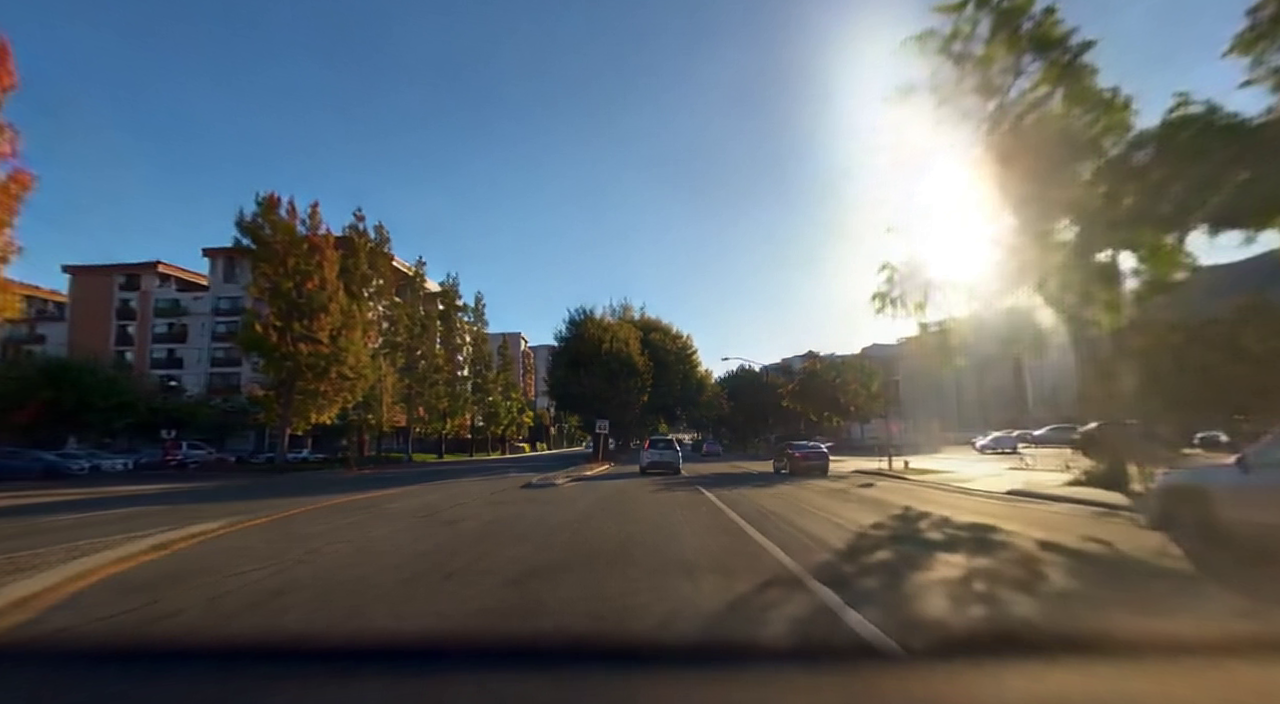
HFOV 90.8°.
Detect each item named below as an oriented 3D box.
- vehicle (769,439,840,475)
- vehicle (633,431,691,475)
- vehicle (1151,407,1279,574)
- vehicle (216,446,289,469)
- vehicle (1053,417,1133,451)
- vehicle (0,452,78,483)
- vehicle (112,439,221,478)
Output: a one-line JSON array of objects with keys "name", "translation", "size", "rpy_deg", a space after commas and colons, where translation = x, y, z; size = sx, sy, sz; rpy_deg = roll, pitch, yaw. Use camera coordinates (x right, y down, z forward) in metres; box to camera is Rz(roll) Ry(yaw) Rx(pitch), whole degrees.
[{"name": "vehicle", "translation": [7.506, 4.822, 29.291], "size": [2.029, 1.548, 4.422], "rpy_deg": [0, -8, 0]}, {"name": "vehicle", "translation": [0.884, 4.481, 28.342], "size": [2.227, 1.794, 4.457], "rpy_deg": [0, -8, -2]}, {"name": "vehicle", "translation": [7.642, 1.355, 6.010], "size": [2.025, 1.719, 4.161], "rpy_deg": [0, -8, 0]}, {"name": "vehicle", "translation": [-29.544, 8.065, 48.261], "size": [4.251, 1.598, 1.925], "rpy_deg": [-2, -10, -1]}, {"name": "vehicle", "translation": [35.059, 6.461, 49.113], "size": [2.537, 2.468, 5.020], "rpy_deg": [0, -9, 3]}, {"name": "vehicle", "translation": [-30.243, 5.573, 30.597], "size": [4.037, 1.445, 2.067], "rpy_deg": [0, -8, 2]}, {"name": "vehicle", "translation": [-30.215, 6.773, 40.442], "size": [5.278, 2.181, 1.993], "rpy_deg": [-2, -6, -3]}]
